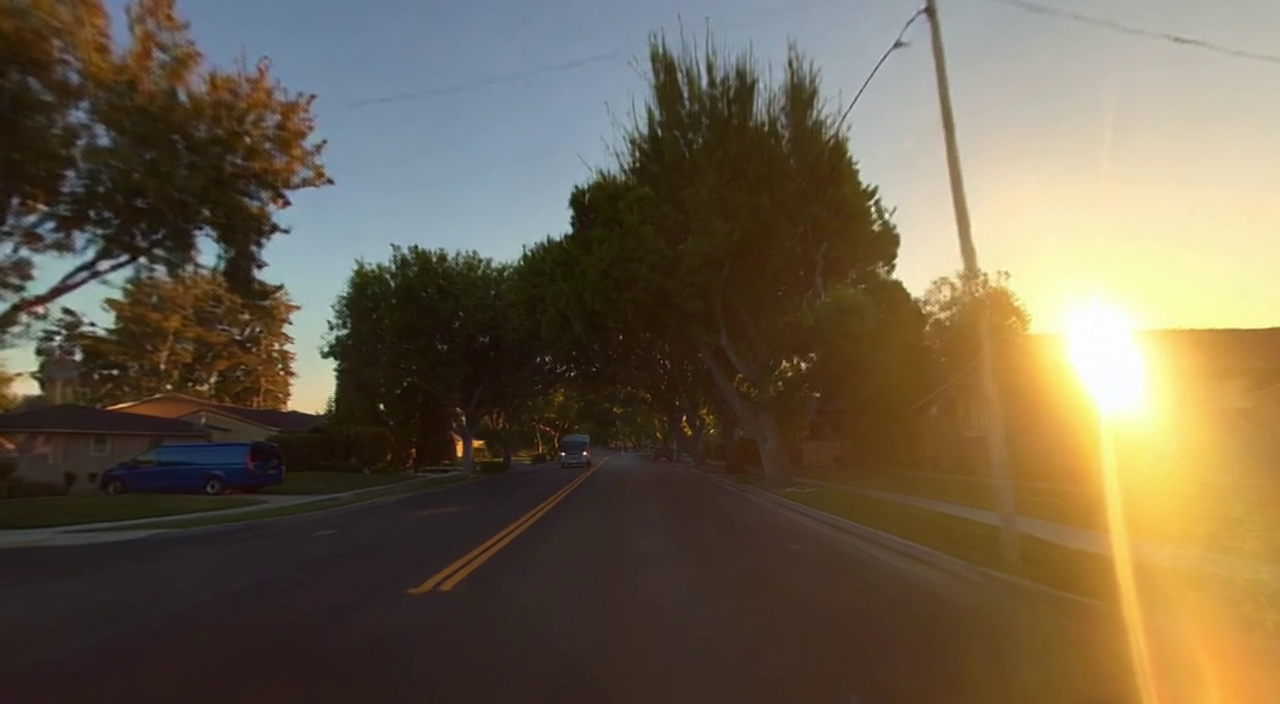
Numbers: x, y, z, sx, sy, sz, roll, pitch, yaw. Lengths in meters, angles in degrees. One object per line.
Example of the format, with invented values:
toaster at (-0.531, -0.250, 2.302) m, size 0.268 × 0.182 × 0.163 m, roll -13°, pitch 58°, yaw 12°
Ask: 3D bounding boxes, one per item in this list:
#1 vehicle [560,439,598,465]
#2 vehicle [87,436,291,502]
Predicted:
vehicle at (-4.471, 7.416, 47.064) m, size 2.303 × 1.813 × 5.660 m, roll 0°, pitch -8°, yaw 0°
vehicle at (-14.462, 3.702, 20.609) m, size 2.145 × 1.839 × 4.837 m, roll -6°, pitch -10°, yaw 33°
